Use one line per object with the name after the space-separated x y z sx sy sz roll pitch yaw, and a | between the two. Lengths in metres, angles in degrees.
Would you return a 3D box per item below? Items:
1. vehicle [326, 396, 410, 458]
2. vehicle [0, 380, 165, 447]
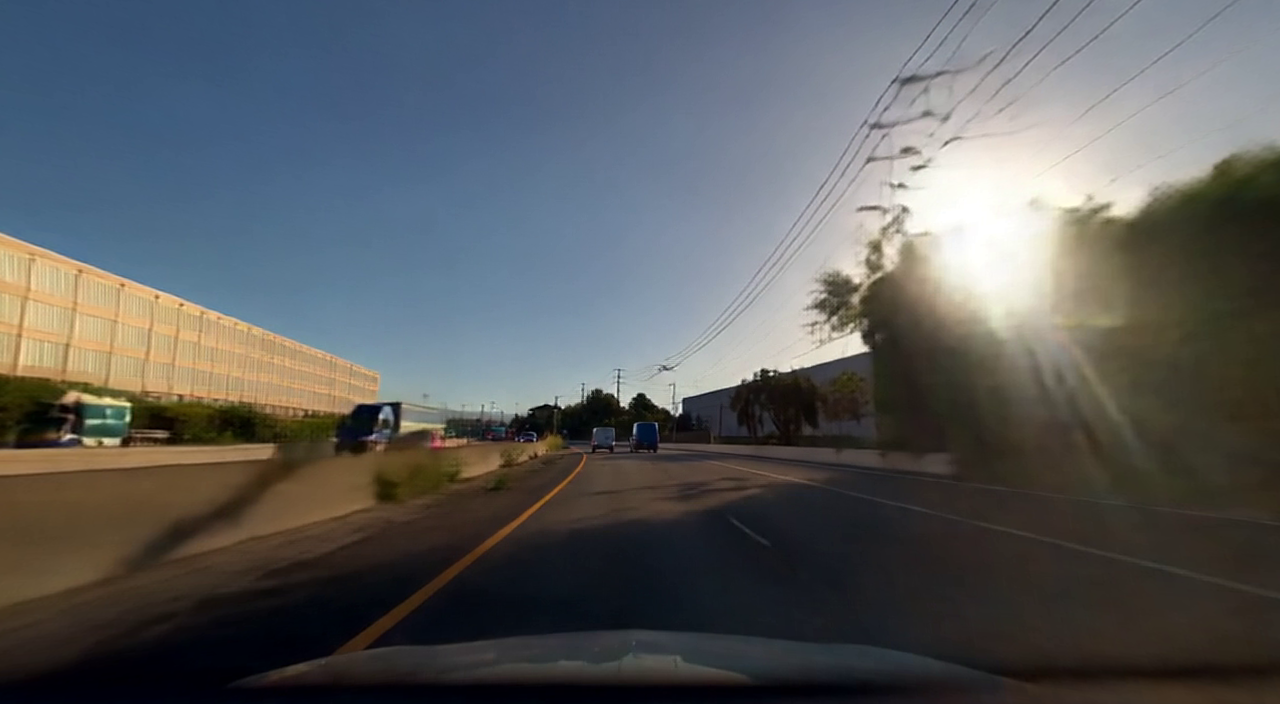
-16.648 4.686 38.998 2.904 3.494 5.998 0 -8 -5 | vehicle
-32.754 3.725 35.980 2.782 3.287 9.814 -1 -8 6 | vehicle
